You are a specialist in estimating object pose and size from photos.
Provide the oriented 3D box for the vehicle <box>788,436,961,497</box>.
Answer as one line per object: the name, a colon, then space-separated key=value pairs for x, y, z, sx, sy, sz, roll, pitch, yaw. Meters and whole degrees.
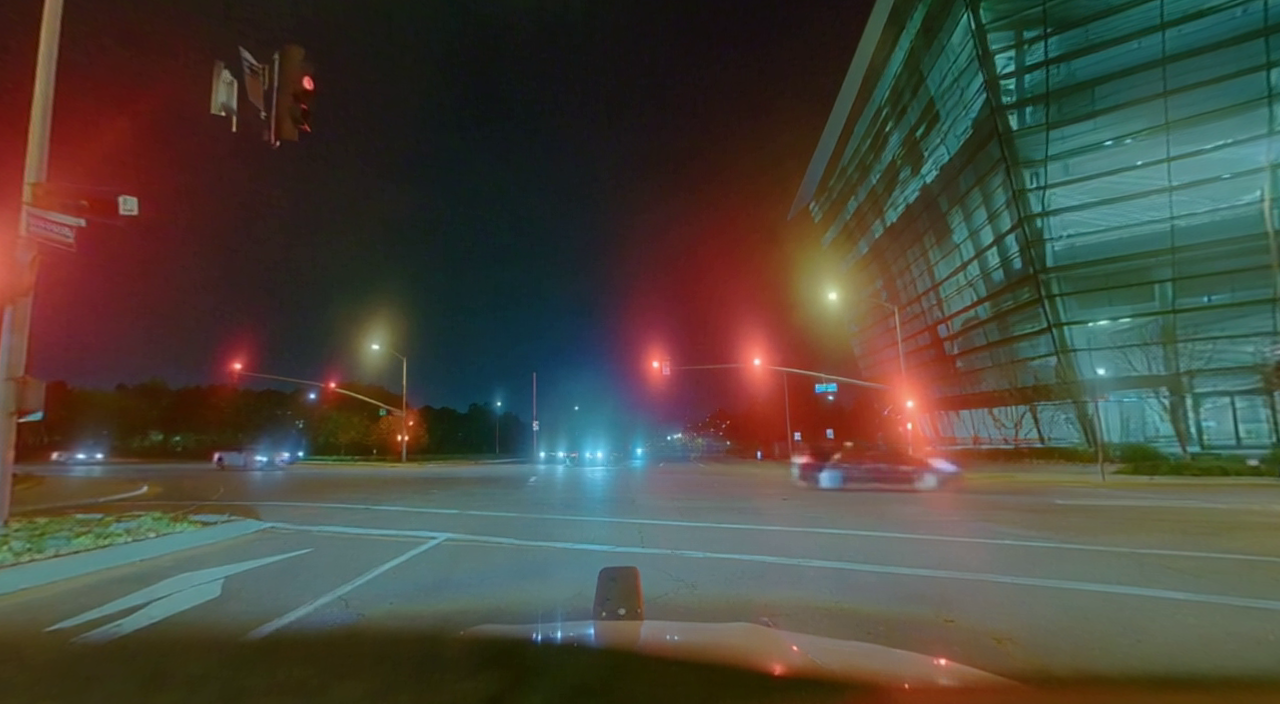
vehicle: x=6.526 y=3.166 z=17.773 sx=4.110 sy=1.511 sz=1.883 roll=-7 pitch=-11 yaw=37

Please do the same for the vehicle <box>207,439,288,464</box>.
vehicle: x=-25.448 y=6.442 z=40.882 sx=5.408 sy=1.505 sz=2.091 roll=-5 pitch=-10 yaw=30
